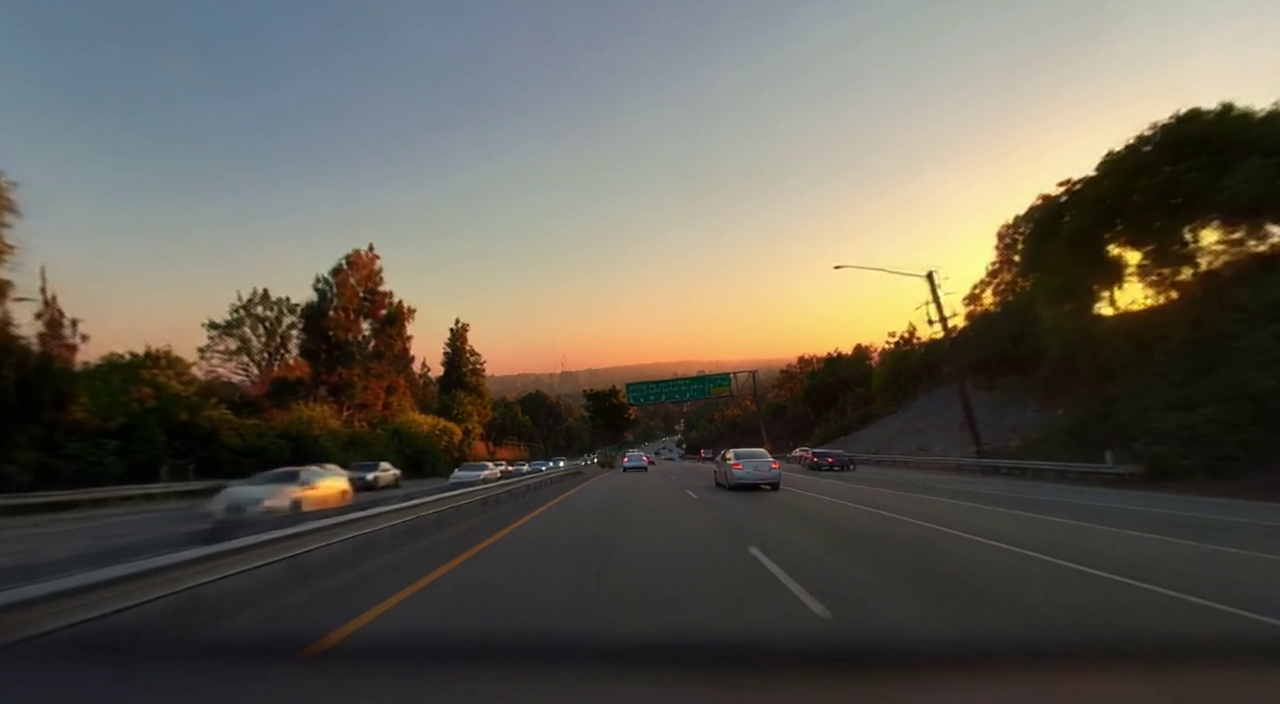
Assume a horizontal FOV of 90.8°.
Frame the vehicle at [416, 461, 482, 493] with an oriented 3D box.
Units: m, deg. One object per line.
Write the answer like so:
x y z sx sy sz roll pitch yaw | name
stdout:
-10.090 6.630 33.791 2.069 1.447 4.361 0 -8 1 | vehicle

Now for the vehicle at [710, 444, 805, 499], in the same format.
3.475 3.603 19.508 1.972 1.488 4.335 0 -8 -2 | vehicle

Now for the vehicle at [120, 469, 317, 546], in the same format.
-10.630 3.909 16.428 1.791 1.523 4.364 -1 -8 5 | vehicle

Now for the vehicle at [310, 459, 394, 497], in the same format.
-14.305 6.264 31.715 1.915 1.624 4.872 0 -8 0 | vehicle

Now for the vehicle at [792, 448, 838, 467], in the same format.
13.187 7.963 47.925 2.042 1.390 4.386 0 -8 -3 | vehicle

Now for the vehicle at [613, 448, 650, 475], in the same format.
-0.477 6.527 37.869 2.090 1.510 4.280 0 -8 0 | vehicle
